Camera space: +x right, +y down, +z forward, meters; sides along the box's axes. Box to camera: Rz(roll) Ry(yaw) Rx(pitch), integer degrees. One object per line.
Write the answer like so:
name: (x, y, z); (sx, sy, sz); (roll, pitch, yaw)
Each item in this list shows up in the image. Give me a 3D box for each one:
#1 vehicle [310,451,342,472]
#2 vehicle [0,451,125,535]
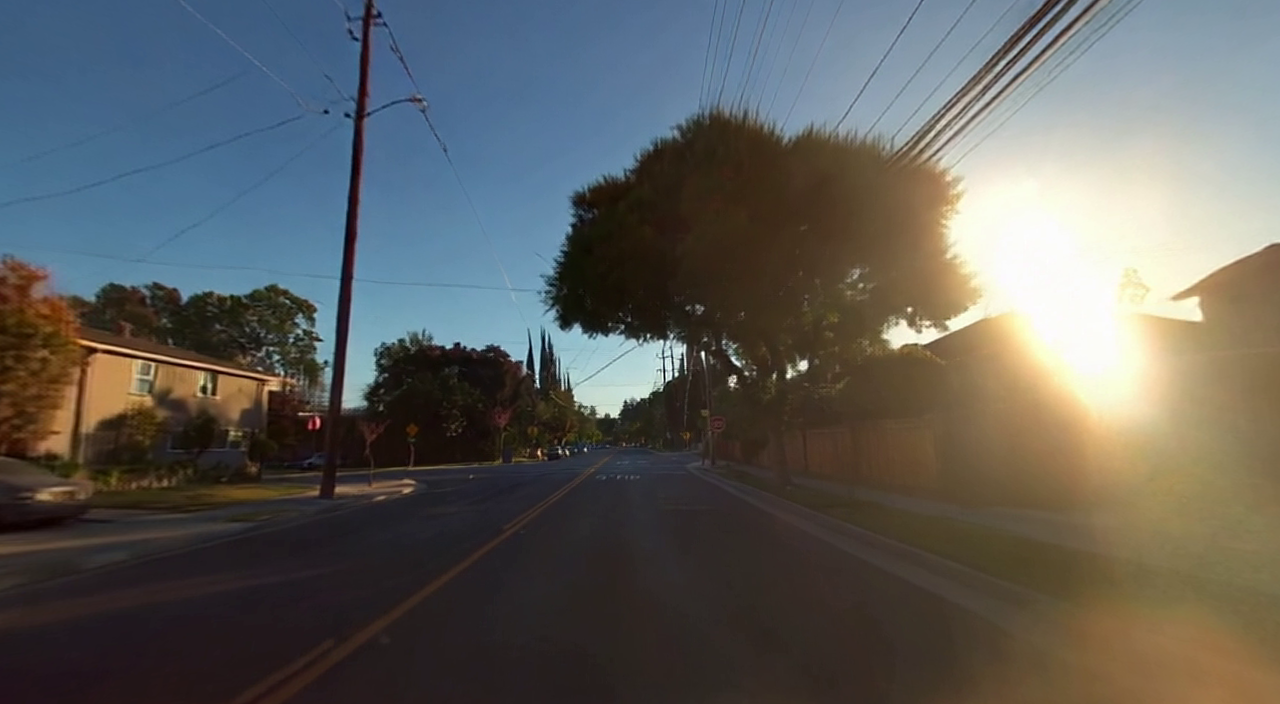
vehicle: (-24.257, 8.426, 48.850); (1.955, 1.448, 4.542); (3, -8, -24)
vehicle: (-13.355, 2.718, 12.414); (4.424, 1.487, 2.139); (1, -9, -8)
